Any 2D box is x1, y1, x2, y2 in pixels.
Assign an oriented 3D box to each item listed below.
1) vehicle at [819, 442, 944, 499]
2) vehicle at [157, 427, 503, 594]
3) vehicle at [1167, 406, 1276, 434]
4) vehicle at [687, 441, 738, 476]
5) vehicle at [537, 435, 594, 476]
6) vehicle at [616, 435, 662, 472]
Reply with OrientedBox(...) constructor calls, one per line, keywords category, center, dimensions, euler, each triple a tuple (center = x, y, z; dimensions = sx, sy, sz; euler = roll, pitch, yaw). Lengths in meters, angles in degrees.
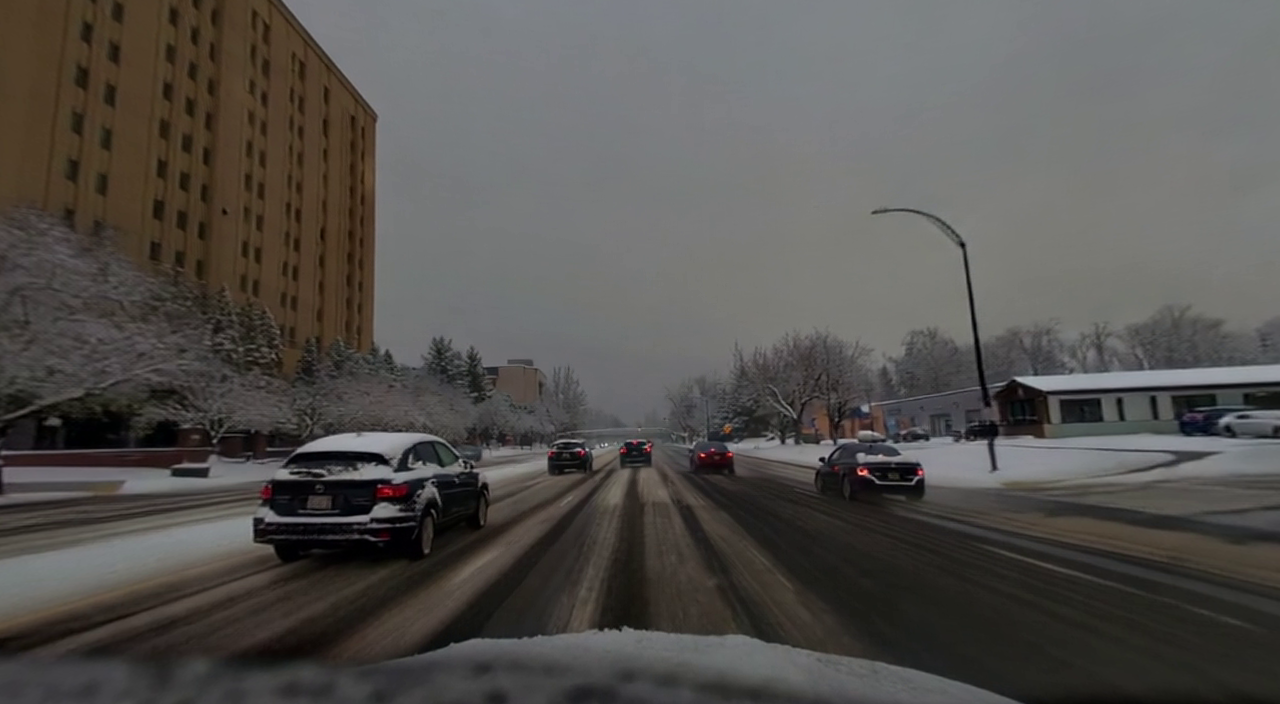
OrientedBox(category="vehicle", center=(6.938, 3.421, 18.735), dimensions=(1.865, 1.458, 4.605), euler=(0, -8, 0))
OrientedBox(category="vehicle", center=(-3.303, 1.770, 7.981), dimensions=(2.095, 1.486, 4.411), euler=(0, -8, 1))
OrientedBox(category="vehicle", center=(33.476, 3.998, 36.388), dimensions=(1.762, 1.432, 4.136), euler=(4, -10, -29))
OrientedBox(category="vehicle", center=(3.253, 4.870, 29.001), dimensions=(1.884, 1.458, 4.245), euler=(0, -8, 1))
OrientedBox(category="vehicle", center=(-3.451, 4.885, 30.032), dimensions=(2.117, 1.799, 4.442), euler=(0, -8, 1))
OrientedBox(category="vehicle", center=(-0.042, 5.480, 34.208), dimensions=(2.304, 1.795, 4.526), euler=(0, -8, 0))
